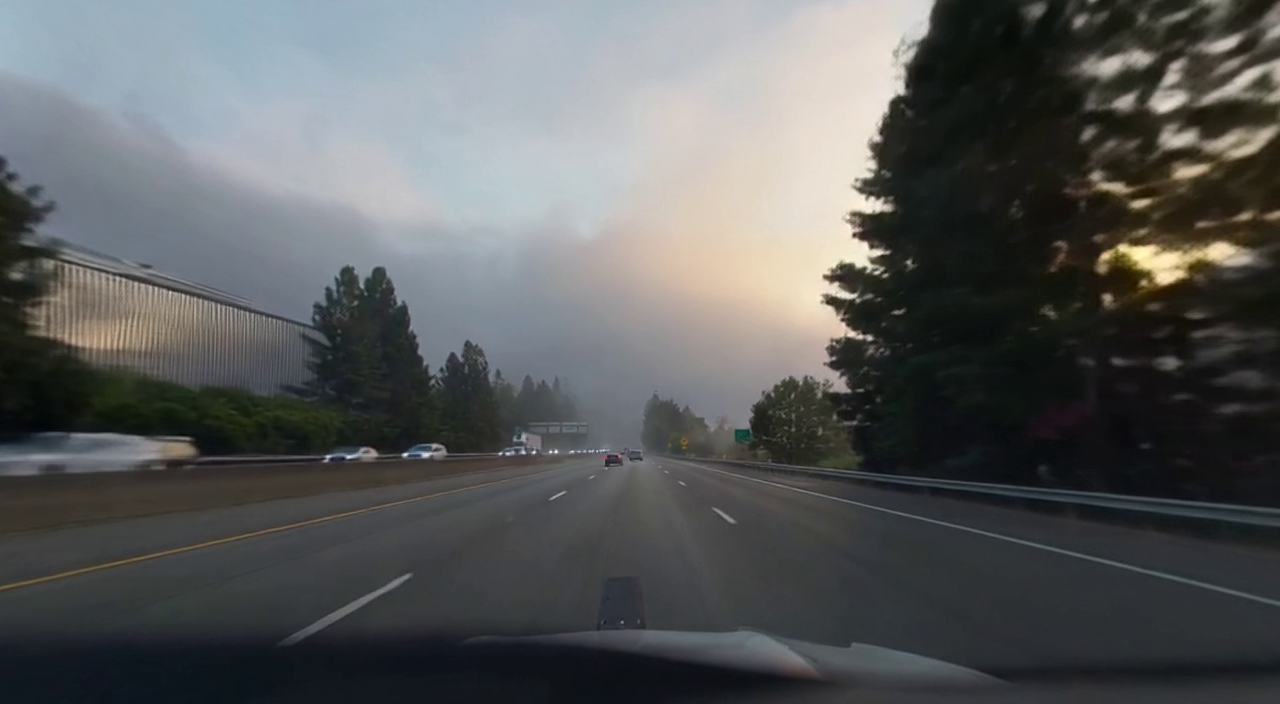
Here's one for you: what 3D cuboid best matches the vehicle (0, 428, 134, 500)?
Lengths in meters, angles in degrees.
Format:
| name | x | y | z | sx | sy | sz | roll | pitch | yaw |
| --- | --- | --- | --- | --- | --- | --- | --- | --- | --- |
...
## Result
| name | x | y | z | sx | sy | sz | roll | pitch | yaw |
| --- | --- | --- | --- | --- | --- | --- | --- | --- | --- |
| vehicle | -14.577 | 2.560 | 14.567 | 1.927 | 1.514 | 4.550 | 0 | -9 | 0 |

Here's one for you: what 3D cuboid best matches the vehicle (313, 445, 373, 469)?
| name | x | y | z | sx | sy | sz | roll | pitch | yaw |
| --- | --- | --- | --- | --- | --- | --- | --- | --- | --- |
| vehicle | -18.752 | 6.665 | 40.007 | 1.949 | 1.442 | 3.753 | 0 | -9 | 0 |

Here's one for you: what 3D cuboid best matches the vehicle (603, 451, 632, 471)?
| name | x | y | z | sx | sy | sz | roll | pitch | yaw |
| --- | --- | --- | --- | --- | --- | --- | --- | --- | --- |
| vehicle | -1.701 | 8.329 | 48.462 | 2.011 | 1.468 | 3.883 | 0 | -9 | 1 |

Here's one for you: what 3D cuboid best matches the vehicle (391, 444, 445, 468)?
| name | x | y | z | sx | sy | sz | roll | pitch | yaw |
| --- | --- | --- | --- | --- | --- | --- | --- | --- | --- |
| vehicle | -14.531 | 6.825 | 41.489 | 1.870 | 1.489 | 4.417 | 0 | -9 | 1 |
